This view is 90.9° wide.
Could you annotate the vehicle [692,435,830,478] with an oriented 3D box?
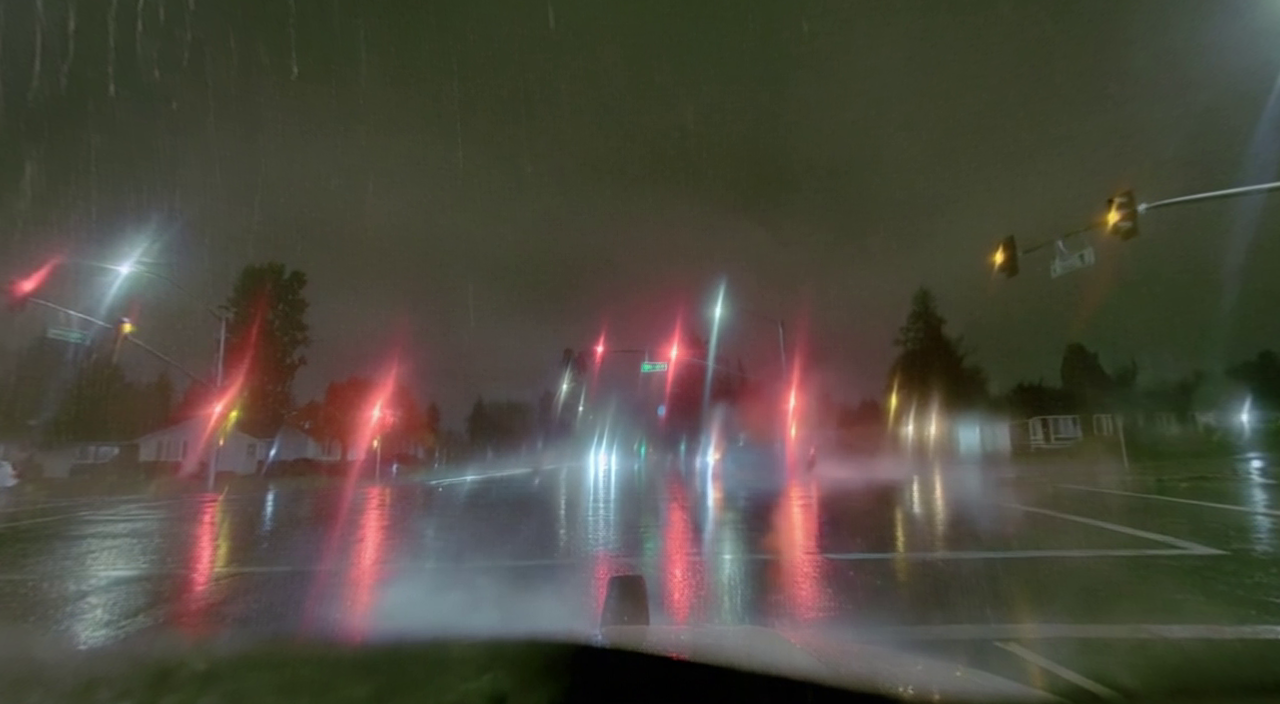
[{"bbox_3d":[4.253,3.741,22.724,4.562,1.460,1.822,0,-8,-1],"label":"vehicle"}]
